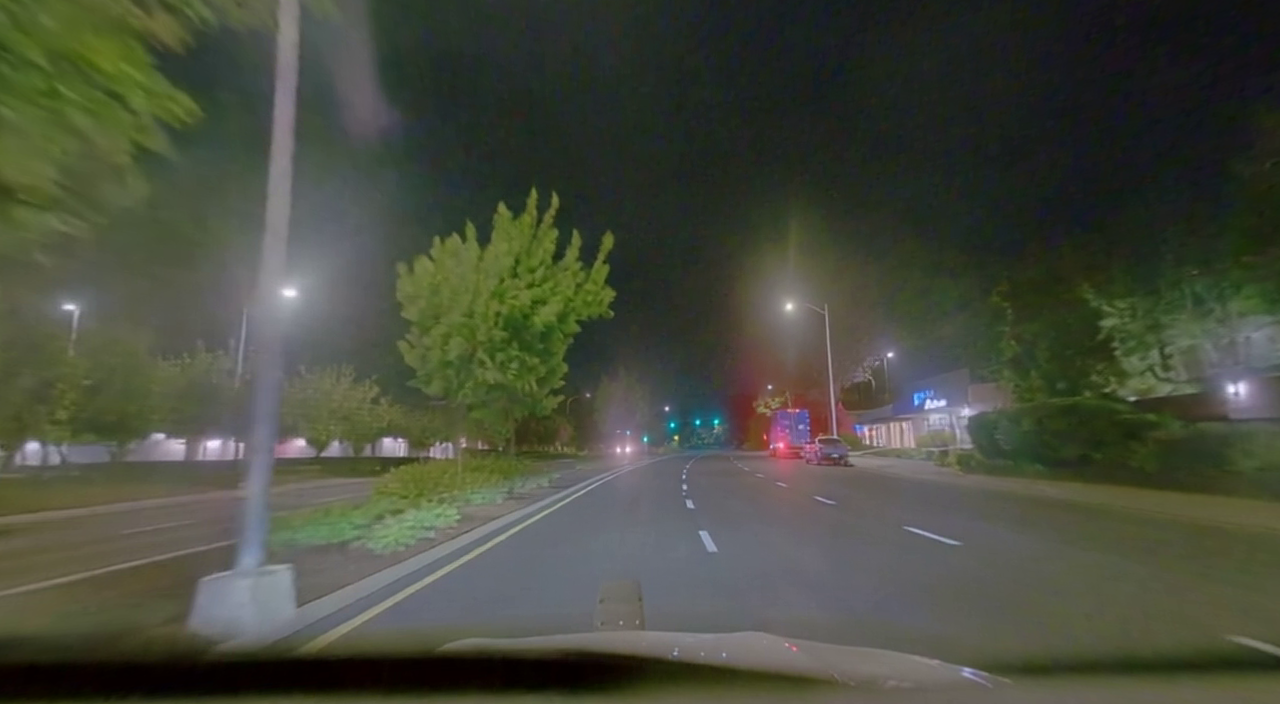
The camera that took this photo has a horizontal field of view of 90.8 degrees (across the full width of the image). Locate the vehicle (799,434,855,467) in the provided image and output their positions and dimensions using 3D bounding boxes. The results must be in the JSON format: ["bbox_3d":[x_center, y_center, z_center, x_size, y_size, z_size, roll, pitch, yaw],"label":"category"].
[{"bbox_3d":[11.807,6.256,40.320,2.200,1.944,5.935,-1,-9,5],"label":"vehicle"}]
